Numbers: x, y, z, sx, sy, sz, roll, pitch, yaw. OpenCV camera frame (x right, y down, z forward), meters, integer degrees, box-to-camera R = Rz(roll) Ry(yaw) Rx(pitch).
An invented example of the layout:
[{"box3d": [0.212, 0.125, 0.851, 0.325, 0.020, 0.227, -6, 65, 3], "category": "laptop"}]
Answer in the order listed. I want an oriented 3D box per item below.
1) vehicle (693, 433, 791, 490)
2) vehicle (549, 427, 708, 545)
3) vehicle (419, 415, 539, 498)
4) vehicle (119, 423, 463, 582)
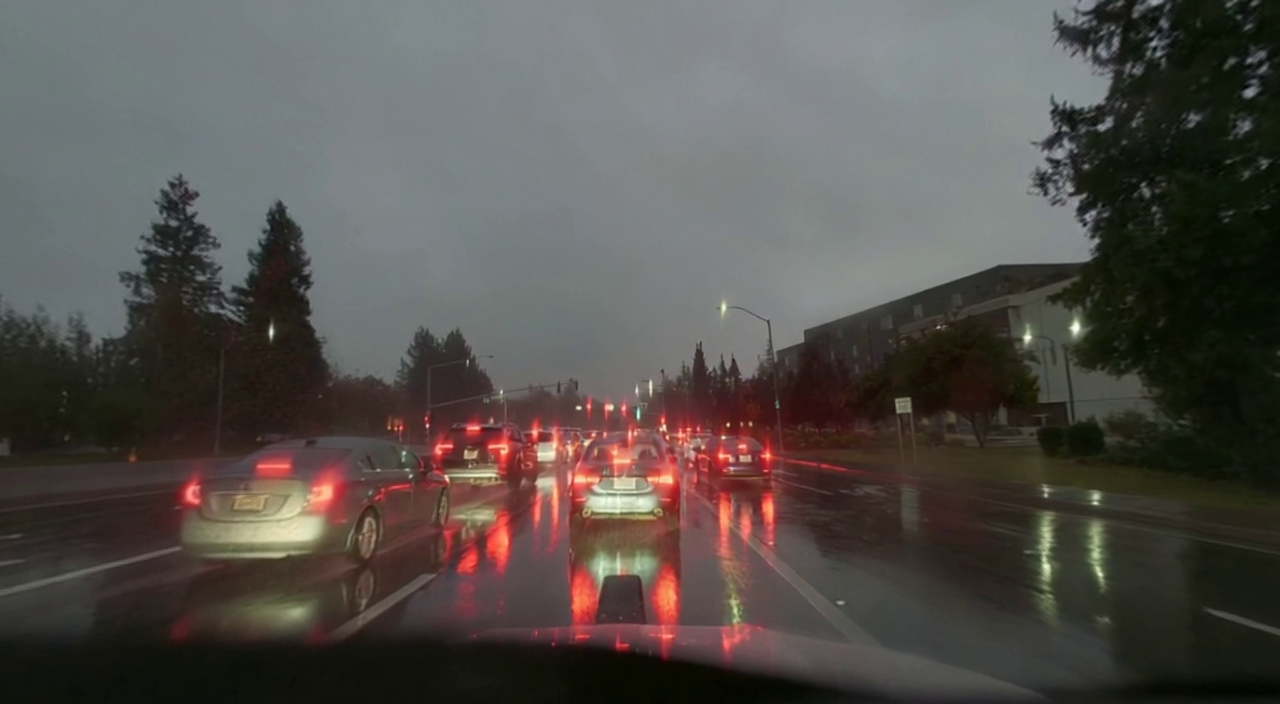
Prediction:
[{"box3d": [2.841, 3.182, 18.702, 1.978, 1.452, 4.381, 0, -8, -3], "category": "vehicle"}, {"box3d": [-0.215, 2.002, 10.111, 2.007, 1.467, 4.059, 0, -8, -2], "category": "vehicle"}, {"box3d": [-4.024, 2.703, 16.643, 2.054, 1.881, 4.469, 0, -8, -1], "category": "vehicle"}, {"box3d": [-3.859, 1.722, 8.063, 1.985, 1.467, 4.224, 0, -8, 0], "category": "vehicle"}]
